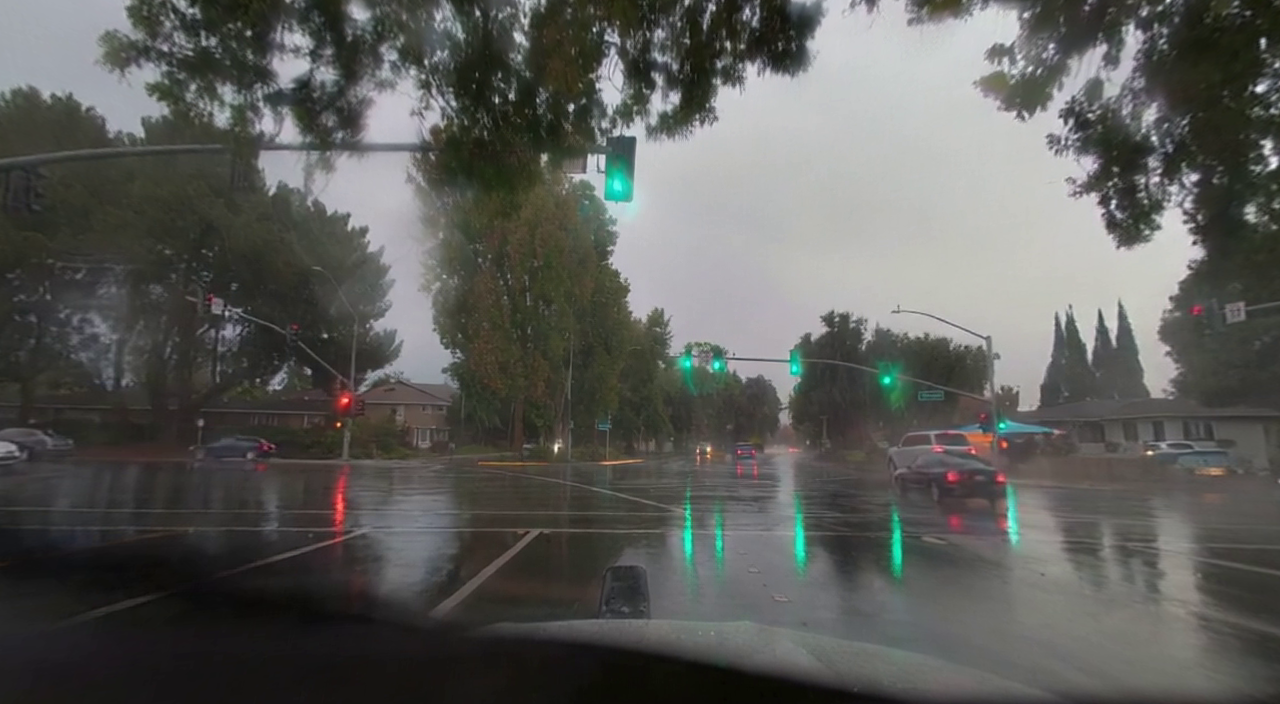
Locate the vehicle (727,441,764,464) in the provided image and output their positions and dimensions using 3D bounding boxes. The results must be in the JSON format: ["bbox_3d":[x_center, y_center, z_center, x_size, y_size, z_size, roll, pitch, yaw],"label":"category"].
[{"bbox_3d":[7.596,7.296,45.703,1.962,1.568,4.430,0,-8,1],"label":"vehicle"}]

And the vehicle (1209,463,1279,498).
[{"bbox_3d":[28.801,5.791,28.575,4.082,1.465,2.004,0,-8,-2],"label":"vehicle"}]

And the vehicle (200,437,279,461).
[{"bbox_3d":[-27.436,6.638,43.257,1.917,1.543,4.027,-6,-11,36],"label":"vehicle"}]

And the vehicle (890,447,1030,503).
[{"bbox_3d":[9.757,3.752,19.767,1.947,1.481,4.745,0,-8,1],"label":"vehicle"}]

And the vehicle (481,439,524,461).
[{"bbox_3d":[-10.073,7.217,46.508,2.039,1.519,4.356,-1,-8,2],"label":"vehicle"}]

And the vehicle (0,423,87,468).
[{"bbox_3d":[-27.017,3.968,26.791,4.911,1.801,2.129,0,-8,0],"label":"vehicle"}]
